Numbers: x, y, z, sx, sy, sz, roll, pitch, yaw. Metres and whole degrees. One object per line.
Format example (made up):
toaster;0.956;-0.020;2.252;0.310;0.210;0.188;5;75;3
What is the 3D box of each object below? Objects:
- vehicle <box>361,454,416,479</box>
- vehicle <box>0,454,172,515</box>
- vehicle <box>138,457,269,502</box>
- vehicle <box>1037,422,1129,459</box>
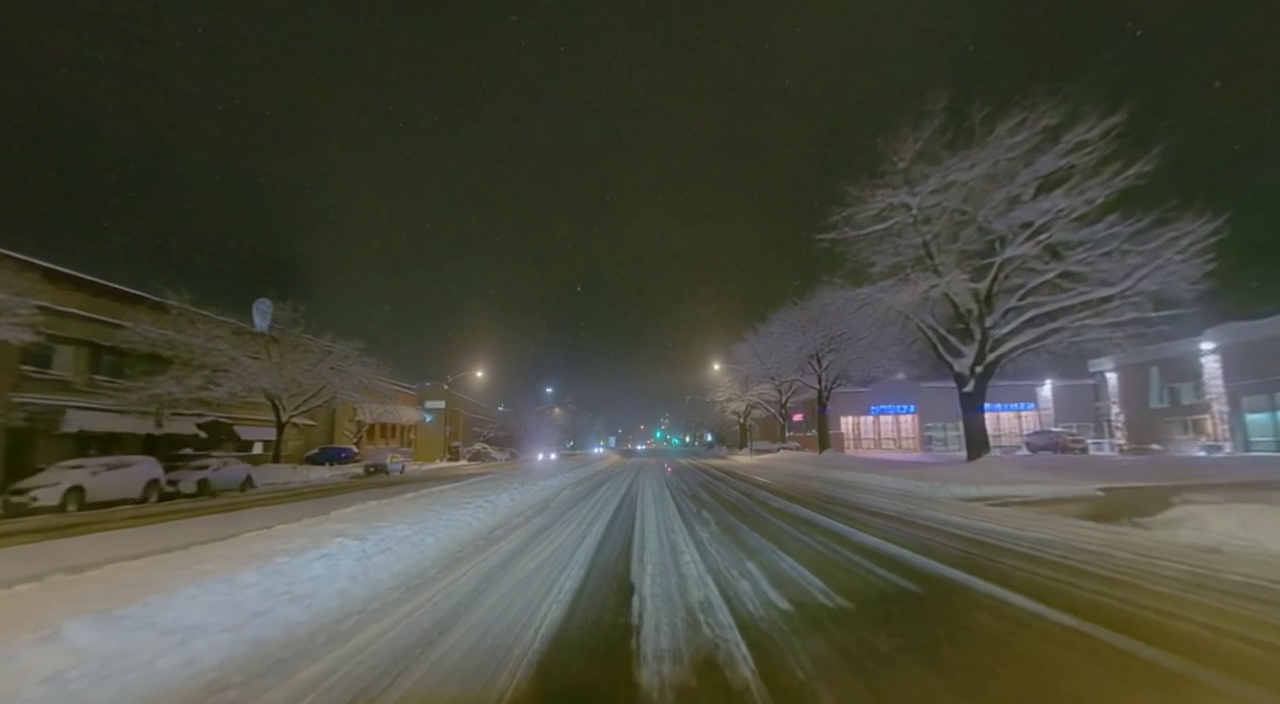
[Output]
vehicle;-18.550;8.438;46.522;2.012;1.560;4.782;-1;-7;1
vehicle;-19.224;4.504;21.865;2.029;1.785;4.694;0;-9;3
vehicle;-18.920;5.509;27.593;1.959;1.535;5.081;-1;-7;3
vehicle;32.838;6.615;46.840;2.684;2.559;5.772;0;-8;1
